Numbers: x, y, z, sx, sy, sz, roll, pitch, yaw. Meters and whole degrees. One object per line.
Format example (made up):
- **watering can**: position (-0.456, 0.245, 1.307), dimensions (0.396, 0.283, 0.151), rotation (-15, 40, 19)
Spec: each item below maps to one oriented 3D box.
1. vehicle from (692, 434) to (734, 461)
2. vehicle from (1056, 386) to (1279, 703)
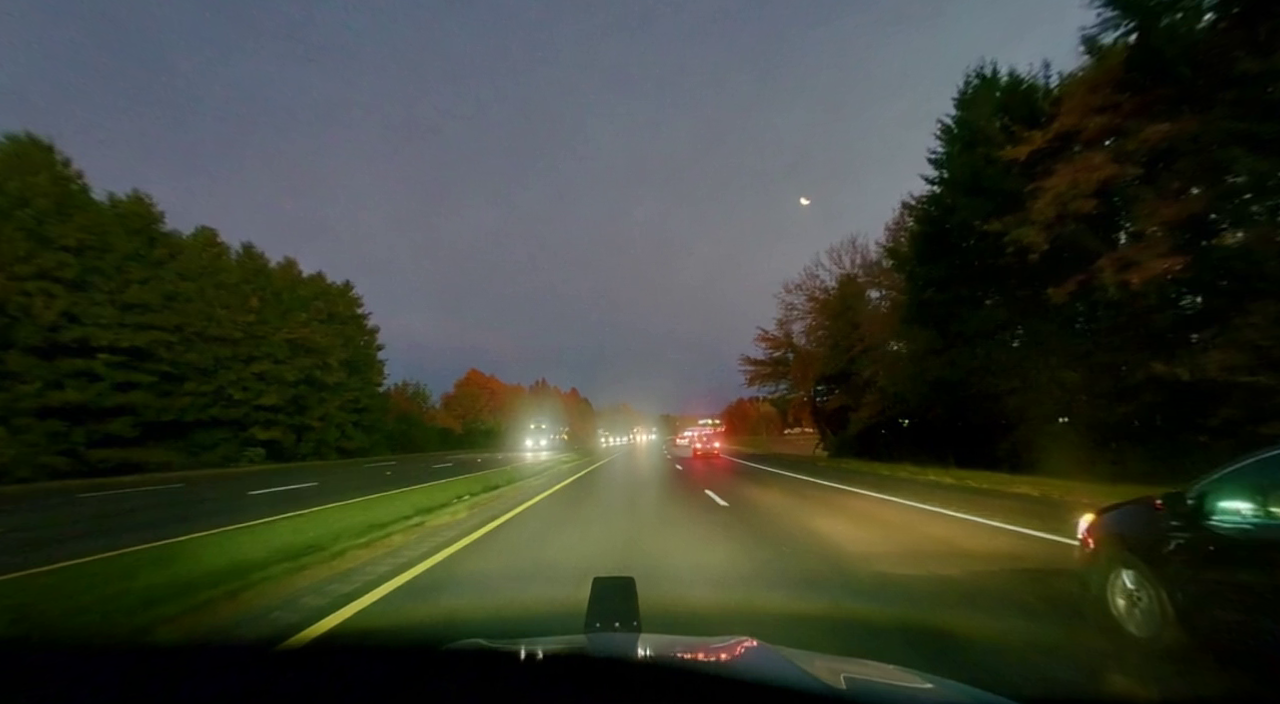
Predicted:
- **vehicle**: position (4.332, 5.759, 37.886), dimensions (2.024, 1.516, 4.197), rotation (0, -8, 0)
- **vehicle**: position (3.948, 0.851, 2.328), dimensions (2.023, 1.545, 4.029), rotation (0, -8, 0)
